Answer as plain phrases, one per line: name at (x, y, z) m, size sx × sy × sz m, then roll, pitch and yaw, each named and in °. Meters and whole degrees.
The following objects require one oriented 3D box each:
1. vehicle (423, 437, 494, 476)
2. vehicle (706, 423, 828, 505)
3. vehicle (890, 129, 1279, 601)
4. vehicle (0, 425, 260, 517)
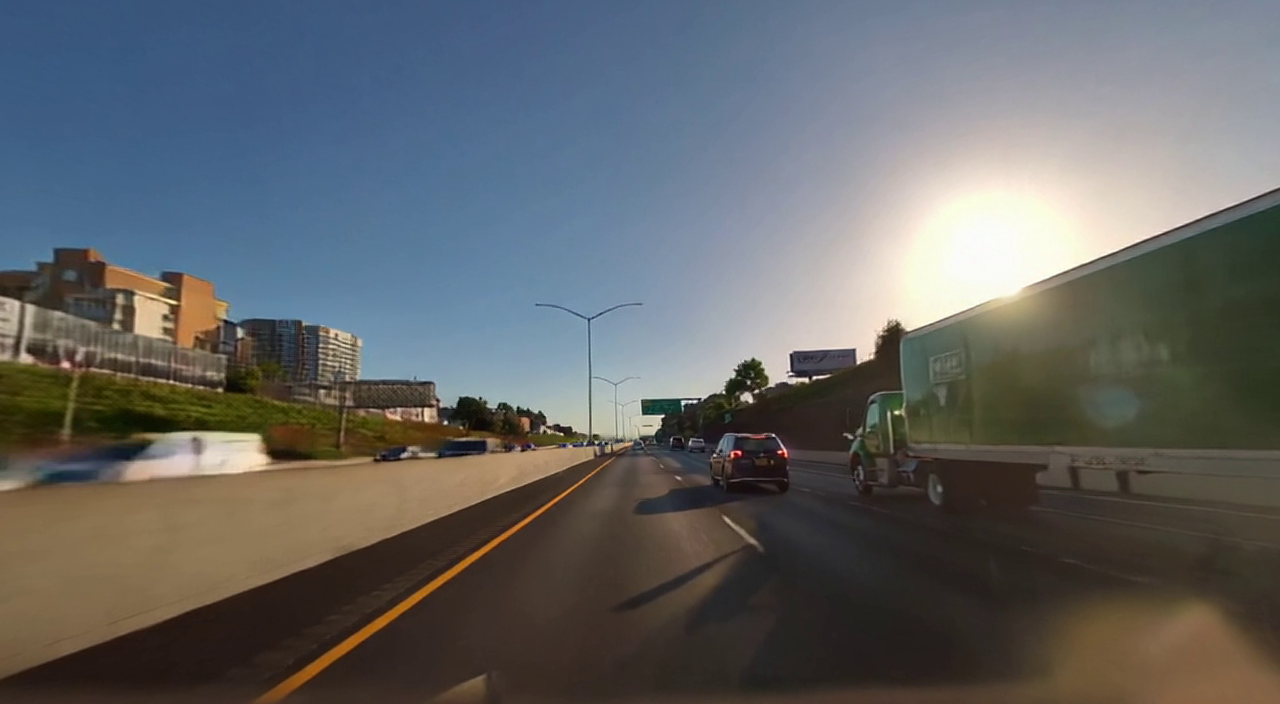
vehicle at (-7.344, 4.281, 25.954) m, size 1.808 × 1.468 × 3.541 m, roll 0°, pitch -9°, yaw 1°
vehicle at (2.906, 2.688, 15.555) m, size 1.973 × 1.710 × 4.476 m, roll 0°, pitch -9°, yaw -1°
vehicle at (6.994, 0.225, 6.269) m, size 2.864 × 4.060 × 14.637 m, roll 0°, pitch -9°, yaw -1°
vehicle at (-10.979, 2.531, 13.956) m, size 2.018 × 1.637 × 5.003 m, roll 0°, pitch -9°, yaw 0°
